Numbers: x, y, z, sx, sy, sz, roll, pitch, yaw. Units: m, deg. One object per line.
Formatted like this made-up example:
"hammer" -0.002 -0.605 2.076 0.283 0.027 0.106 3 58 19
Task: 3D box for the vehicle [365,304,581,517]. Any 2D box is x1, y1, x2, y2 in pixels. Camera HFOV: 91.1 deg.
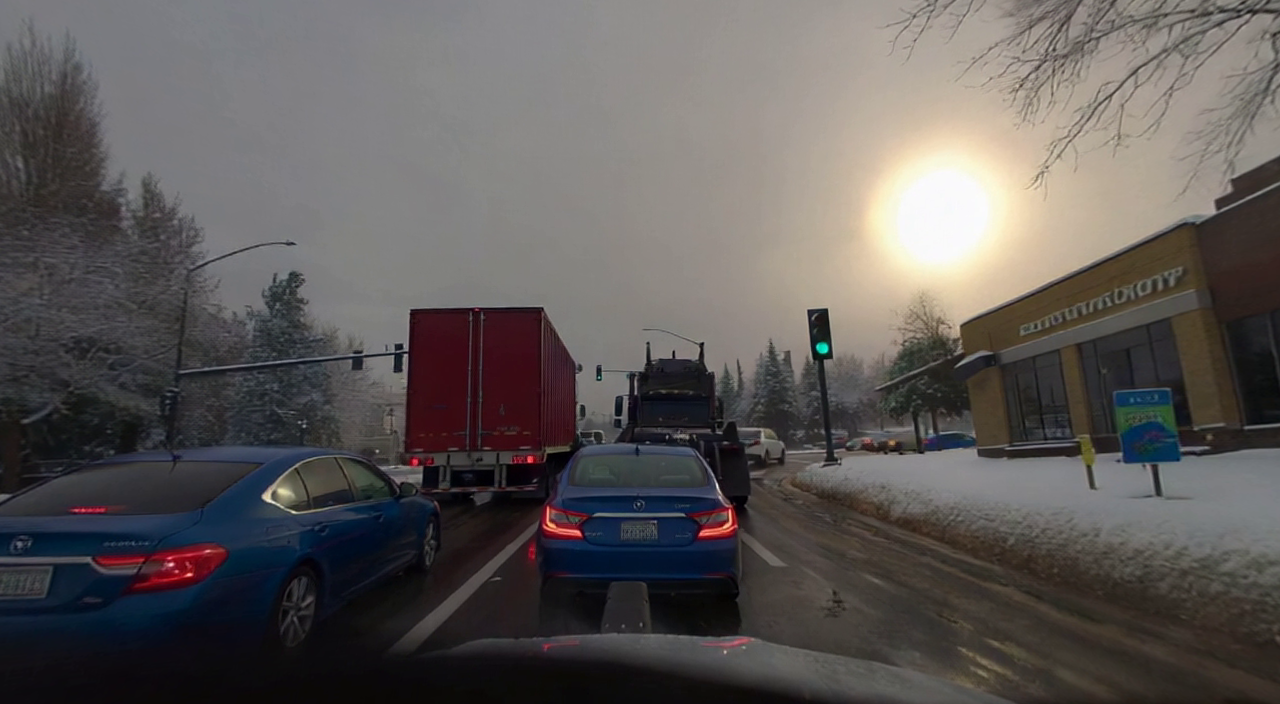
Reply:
"vehicle" -3.277 1.527 14.747 3.020 3.800 7.105 0 -8 0

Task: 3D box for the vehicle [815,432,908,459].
"vehicle" 12.562 5.345 35.811 4.574 1.478 1.880 -1 -8 4

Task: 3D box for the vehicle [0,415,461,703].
"vehicle" -3.103 1.361 5.165 1.969 1.471 4.378 0 -8 0

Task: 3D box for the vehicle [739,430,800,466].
"vehicle" 6.960 5.231 34.281 2.061 1.845 4.829 0 -8 -3

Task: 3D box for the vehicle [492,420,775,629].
"vehicle" -0.109 1.569 6.721 2.067 1.506 4.118 0 -8 -2
